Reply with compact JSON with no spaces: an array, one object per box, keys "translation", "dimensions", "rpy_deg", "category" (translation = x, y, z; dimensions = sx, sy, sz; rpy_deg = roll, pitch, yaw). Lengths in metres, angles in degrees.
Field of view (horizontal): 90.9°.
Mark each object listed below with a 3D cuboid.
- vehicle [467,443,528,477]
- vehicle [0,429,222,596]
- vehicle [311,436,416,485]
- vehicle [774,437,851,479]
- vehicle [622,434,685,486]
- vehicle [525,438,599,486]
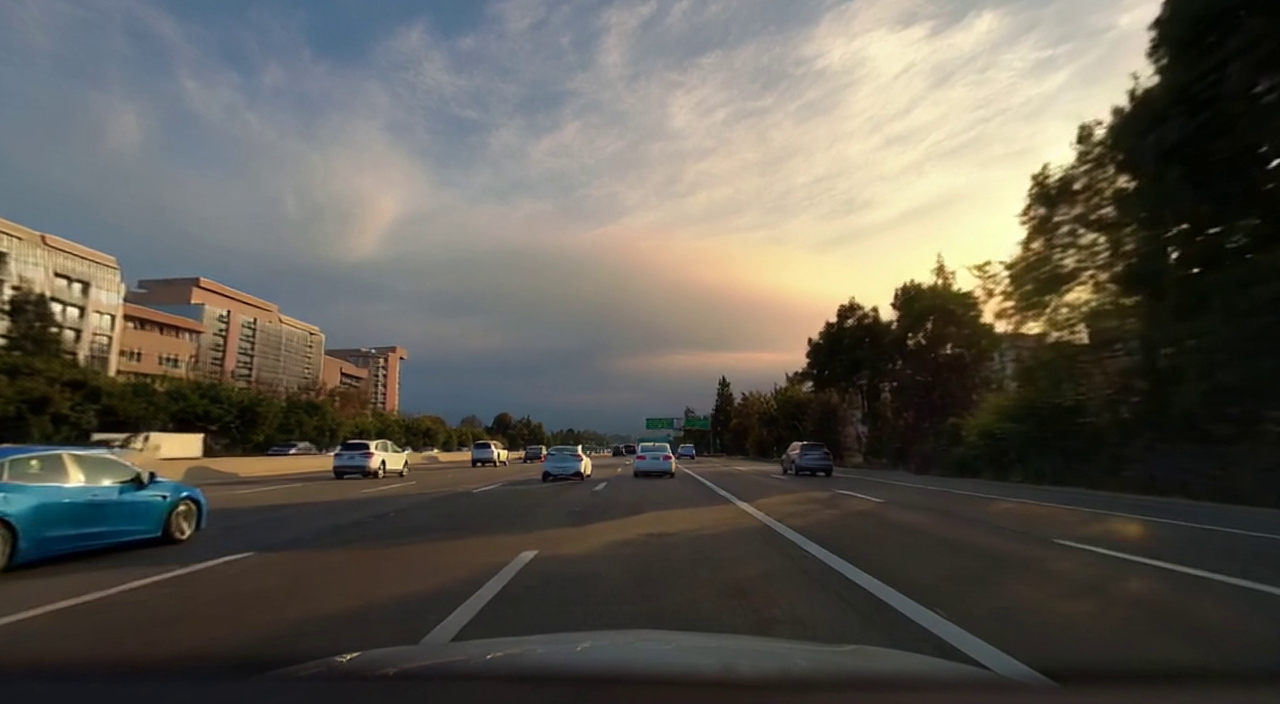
[{"translation":[-6.681,5.090,29.947],"dimensions":[1.886,1.455,4.148],"rpy_deg":[-1,-8,1],"category":"vehicle"},{"translation":[-6.745,1.513,6.154],"dimensions":[2.116,1.473,4.644],"rpy_deg":[0,-8,0],"category":"vehicle"},{"translation":[-10.388,4.092,24.101],"dimensions":[1.947,1.683,4.331],"rpy_deg":[-1,-8,1],"category":"vehicle"},{"translation":[7.755,4.788,28.794],"dimensions":[2.071,1.754,4.484],"rpy_deg":[0,-8,-2],"category":"vehicle"},{"translation":[0.474,3.947,23.382],"dimensions":[2.114,1.715,4.136],"rpy_deg":[-1,-8,1],"category":"vehicle"},{"translation":[-2.782,4.056,23.625],"dimensions":[2.102,1.624,4.257],"rpy_deg":[-1,-8,2],"category":"vehicle"}]
